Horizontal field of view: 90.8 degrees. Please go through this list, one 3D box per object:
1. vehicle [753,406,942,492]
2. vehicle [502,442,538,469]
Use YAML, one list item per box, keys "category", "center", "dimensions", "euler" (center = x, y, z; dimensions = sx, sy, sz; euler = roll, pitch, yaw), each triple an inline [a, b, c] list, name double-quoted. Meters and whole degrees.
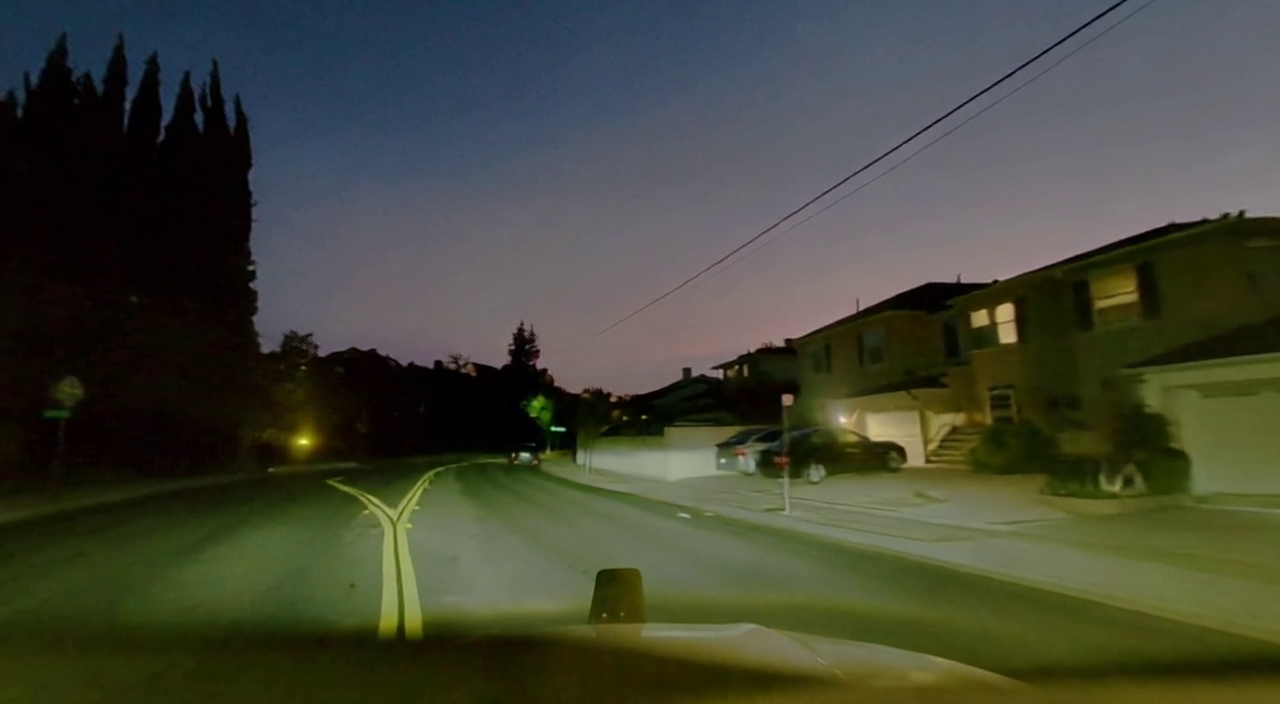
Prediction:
- category: "vehicle"
  center: [5.566, 2.570, 17.079]
  dimensions: [4.431, 1.873, 1.920]
  euler: [-1, -8, -20]
- category: "vehicle"
  center: [-7.591, 6.467, 39.632]
  dimensions: [1.984, 1.601, 3.994]
  euler: [2, -9, -14]
